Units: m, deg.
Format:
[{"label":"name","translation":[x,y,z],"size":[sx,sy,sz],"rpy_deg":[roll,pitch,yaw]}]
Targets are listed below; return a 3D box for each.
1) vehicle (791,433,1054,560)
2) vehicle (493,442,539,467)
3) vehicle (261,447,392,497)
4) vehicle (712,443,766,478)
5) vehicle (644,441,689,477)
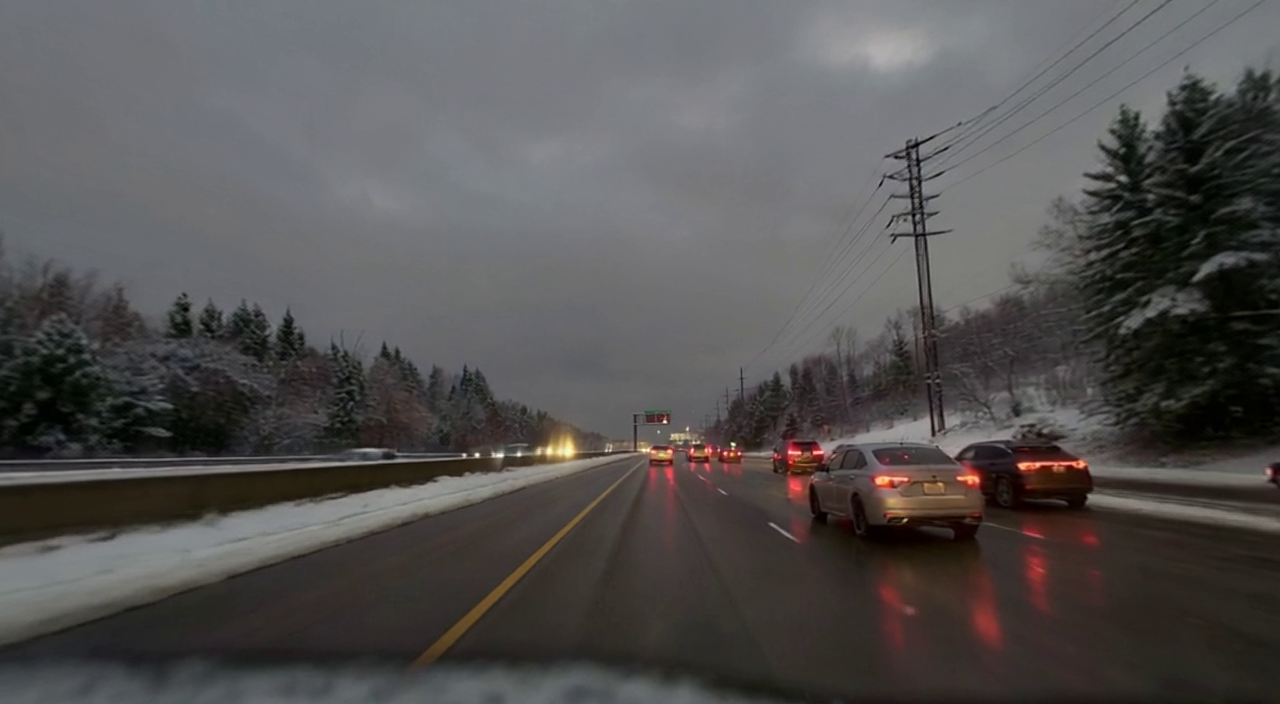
[{"label":"vehicle","translation":[3.880,2.036,9.725],"size":[1.986,1.478,4.429],"rpy_deg":[0,-8,0]},{"label":"vehicle","translation":[-8.614,7.111,44.070],"size":[2.035,1.654,4.342],"rpy_deg":[-1,-8,4]},{"label":"vehicle","translation":[-9.580,3.669,19.702],"size":[1.892,1.385,4.029],"rpy_deg":[0,-8,2]},{"label":"vehicle","translation":[4.483,4.957,29.109],"size":[1.936,1.465,4.060],"rpy_deg":[0,-8,1]},{"label":"vehicle","translation":[1.243,5.059,30.083],"size":[2.042,1.581,3.769],"rpy_deg":[0,-8,2]}]
